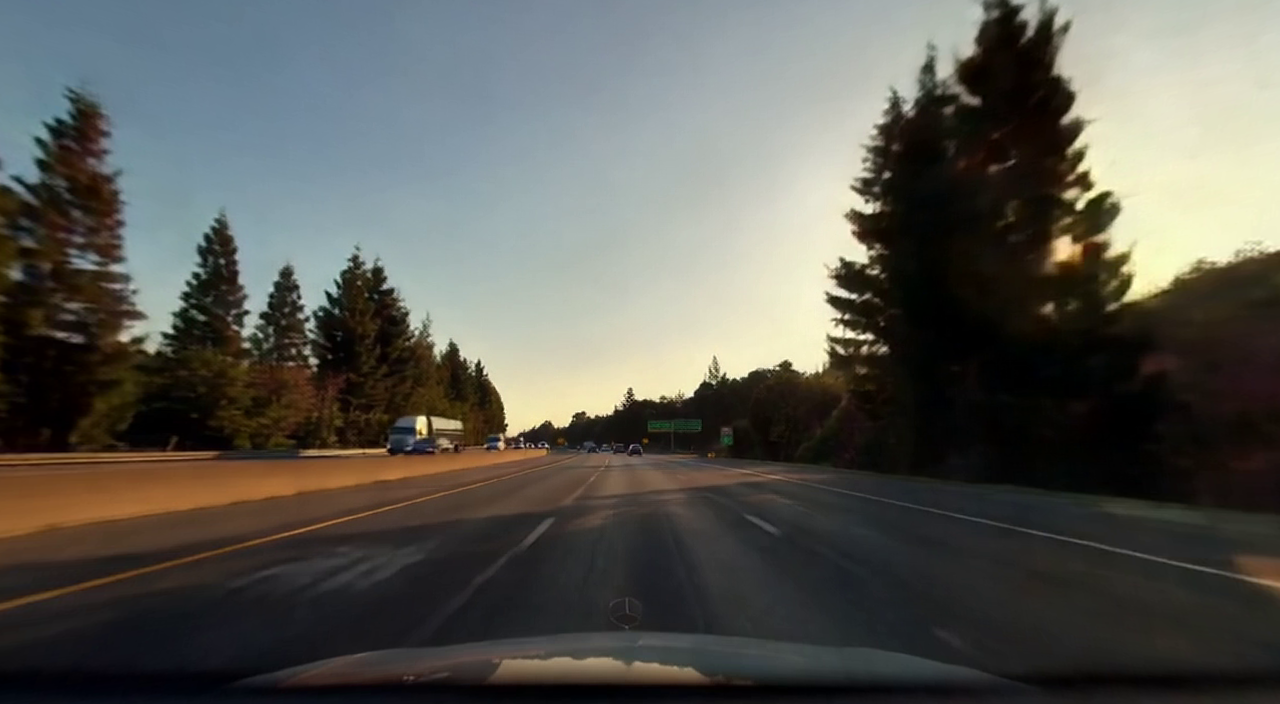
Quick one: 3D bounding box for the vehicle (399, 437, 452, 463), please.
[{"bbox_3d":[-12.950,5.958,38.335,1.831,1.512,4.262,0,-9,-2],"label":"vehicle"}]
